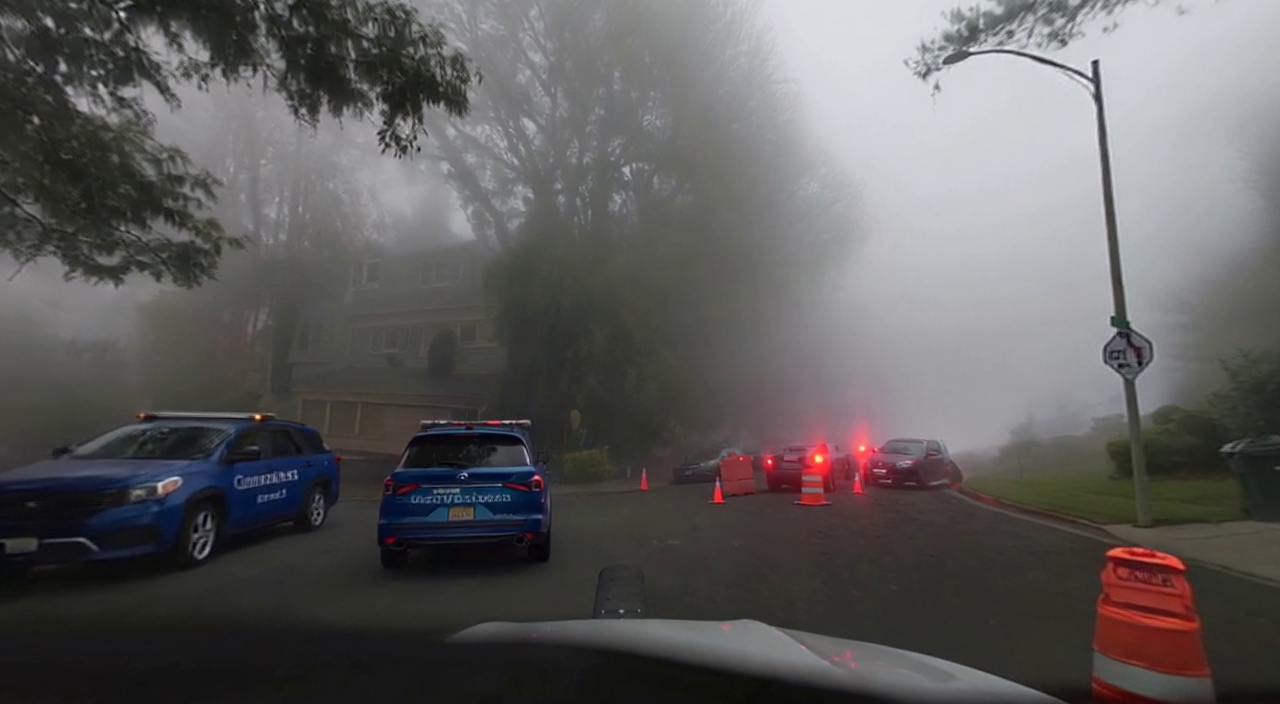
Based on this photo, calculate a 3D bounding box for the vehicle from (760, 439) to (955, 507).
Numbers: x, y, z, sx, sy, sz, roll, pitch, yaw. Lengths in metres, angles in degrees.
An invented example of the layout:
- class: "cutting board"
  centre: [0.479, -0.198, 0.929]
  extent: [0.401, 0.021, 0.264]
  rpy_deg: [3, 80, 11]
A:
- class: "vehicle"
  centre: [5.923, 3.238, 17.395]
  extent: [4.656, 1.577, 2.099]
  rpy_deg: [2, -8, -17]

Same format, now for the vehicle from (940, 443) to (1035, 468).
- class: "vehicle"
  centre: [22.755, 6.799, 41.548]
  extent: [5.066, 1.534, 1.905]
  rpy_deg: [-2, -9, 10]

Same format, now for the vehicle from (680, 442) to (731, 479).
- class: "vehicle"
  centre: [3.475, 5.562, 32.650]
  extent: [2.014, 1.742, 4.297]
  rpy_deg: [-2, -9, 14]

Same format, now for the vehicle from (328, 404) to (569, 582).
- class: "vehicle"
  centre: [-2.332, 1.732, 8.576]
  extent: [2.350, 1.748, 4.094]
  rpy_deg: [2, -9, -11]

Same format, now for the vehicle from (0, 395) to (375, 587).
- class: "vehicle"
  centre: [-6.005, 1.740, 8.802]
  extent: [2.471, 1.892, 4.952]
  rpy_deg: [0, -8, 0]
